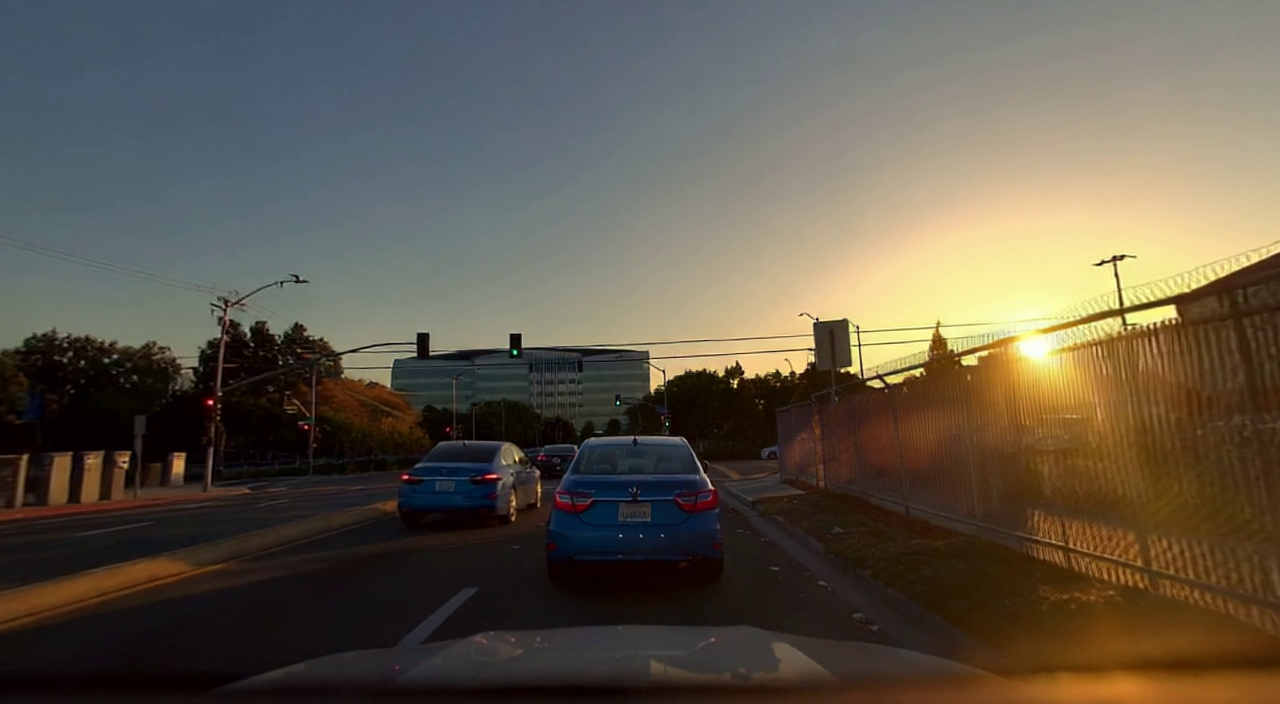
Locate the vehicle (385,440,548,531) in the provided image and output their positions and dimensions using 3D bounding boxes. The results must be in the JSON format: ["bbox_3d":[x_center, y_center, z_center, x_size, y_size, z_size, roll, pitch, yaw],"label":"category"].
[{"bbox_3d":[-3.203,2.552,12.697,1.971,1.488,4.581,0,-9,0],"label":"vehicle"}]

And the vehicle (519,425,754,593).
[{"bbox_3d":[-0.052,1.743,7.837,2.144,1.514,4.063,0,-9,-1],"label":"vehicle"}]
